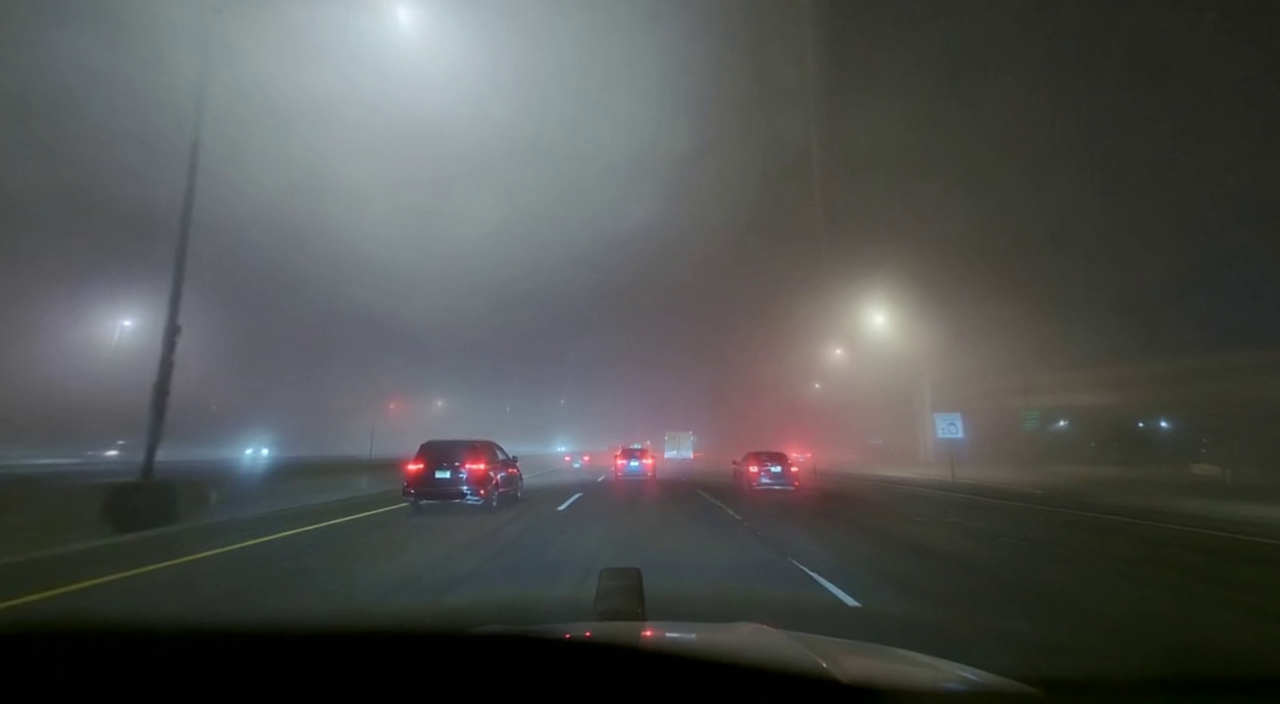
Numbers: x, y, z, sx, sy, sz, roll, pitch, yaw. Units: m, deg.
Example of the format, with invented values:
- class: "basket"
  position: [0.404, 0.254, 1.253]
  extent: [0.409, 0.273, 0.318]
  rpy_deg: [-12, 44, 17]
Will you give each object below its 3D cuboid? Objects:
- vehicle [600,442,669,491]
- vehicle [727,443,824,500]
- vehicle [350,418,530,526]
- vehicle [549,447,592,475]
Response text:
- class: "vehicle"
  position: [-0.179, 3.814, 21.305]
  extent: [2.089, 1.493, 3.964]
  rpy_deg: [0, -9, 0]
- class: "vehicle"
  position: [3.893, 3.497, 18.805]
  extent: [1.974, 1.490, 3.994]
  rpy_deg: [0, -9, -1]
- class: "vehicle"
  position: [-3.845, 2.404, 13.188]
  extent: [2.142, 1.819, 4.648]
  rpy_deg: [0, -9, 1]
- class: "vehicle"
  position: [-3.775, 5.994, 34.941]
  extent: [1.868, 1.431, 4.055]
  rpy_deg: [0, -9, 1]
